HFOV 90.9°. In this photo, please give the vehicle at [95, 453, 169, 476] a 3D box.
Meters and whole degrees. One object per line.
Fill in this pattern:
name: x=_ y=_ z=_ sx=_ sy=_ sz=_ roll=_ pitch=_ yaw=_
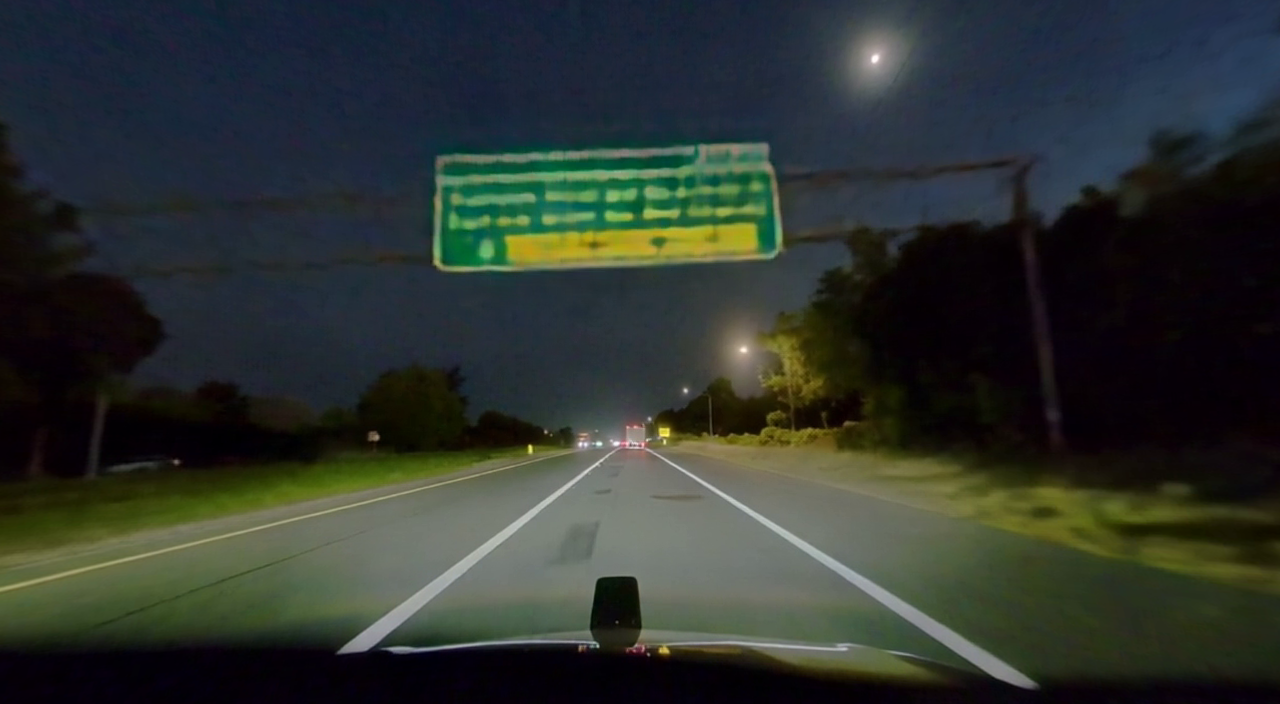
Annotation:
vehicle: x=-38.004 y=8.402 z=47.250 sx=1.758 sy=1.468 sz=4.105 roll=-1 pitch=-8 yaw=9
